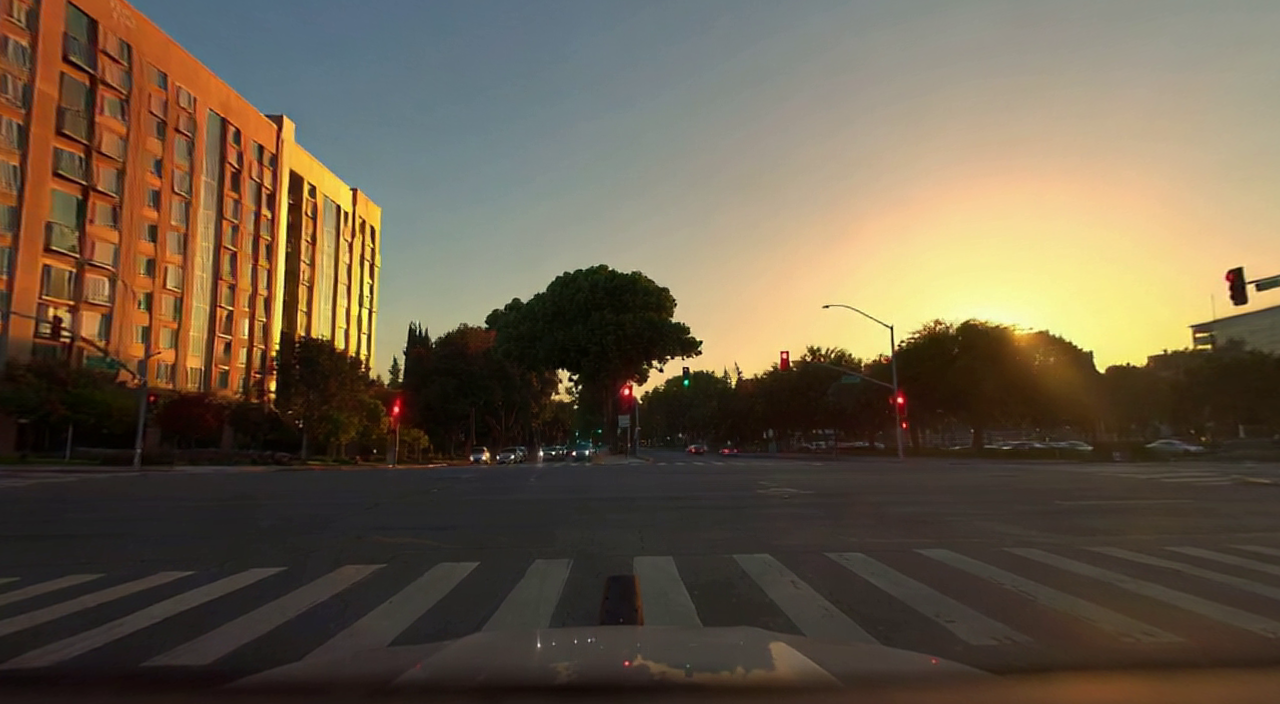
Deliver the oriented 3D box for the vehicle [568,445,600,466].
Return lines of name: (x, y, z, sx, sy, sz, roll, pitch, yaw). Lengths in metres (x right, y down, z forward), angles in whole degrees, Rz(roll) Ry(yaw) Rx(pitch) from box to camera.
vehicle: (-4.338, 8.130, 49.752, 2.130, 1.613, 4.121, 0, -8, 0)
